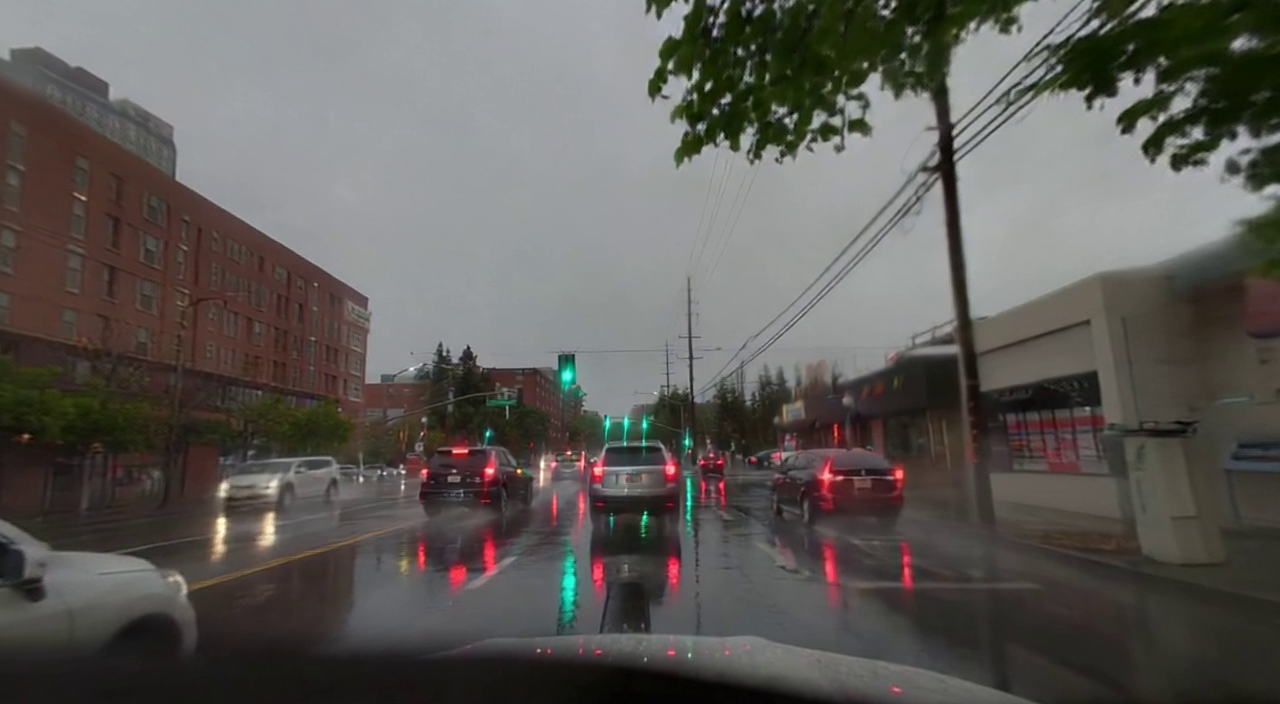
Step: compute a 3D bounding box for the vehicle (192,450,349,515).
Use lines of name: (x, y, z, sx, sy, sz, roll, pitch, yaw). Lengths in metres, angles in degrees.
vehicle: (-11.312, 3.986, 19.799, 2.103, 1.755, 4.551, 0, -9, 1)

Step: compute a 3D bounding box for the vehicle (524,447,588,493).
vehicle: (-3.234, 4.591, 24.957, 1.894, 1.642, 3.861, 0, -9, 1)

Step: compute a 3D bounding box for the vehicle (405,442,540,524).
vehicle: (-3.699, 2.945, 14.762, 1.886, 1.599, 4.247, 0, -9, 1)

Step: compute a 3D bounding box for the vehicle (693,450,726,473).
vehicle: (4.966, 7.704, 44.640, 1.878, 1.526, 4.736, -2, -9, 12)

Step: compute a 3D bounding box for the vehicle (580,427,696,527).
vehicle: (-0.013, 2.553, 13.360, 2.075, 1.770, 4.018, 0, -9, 1)

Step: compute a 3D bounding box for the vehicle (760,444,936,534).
vehicle: (3.885, 2.623, 12.769, 1.986, 1.457, 4.566, 0, -9, -1)

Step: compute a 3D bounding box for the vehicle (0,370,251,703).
vehicle: (-3.342, 0.751, 1.425, 1.975, 1.624, 4.481, 0, -9, 1)
